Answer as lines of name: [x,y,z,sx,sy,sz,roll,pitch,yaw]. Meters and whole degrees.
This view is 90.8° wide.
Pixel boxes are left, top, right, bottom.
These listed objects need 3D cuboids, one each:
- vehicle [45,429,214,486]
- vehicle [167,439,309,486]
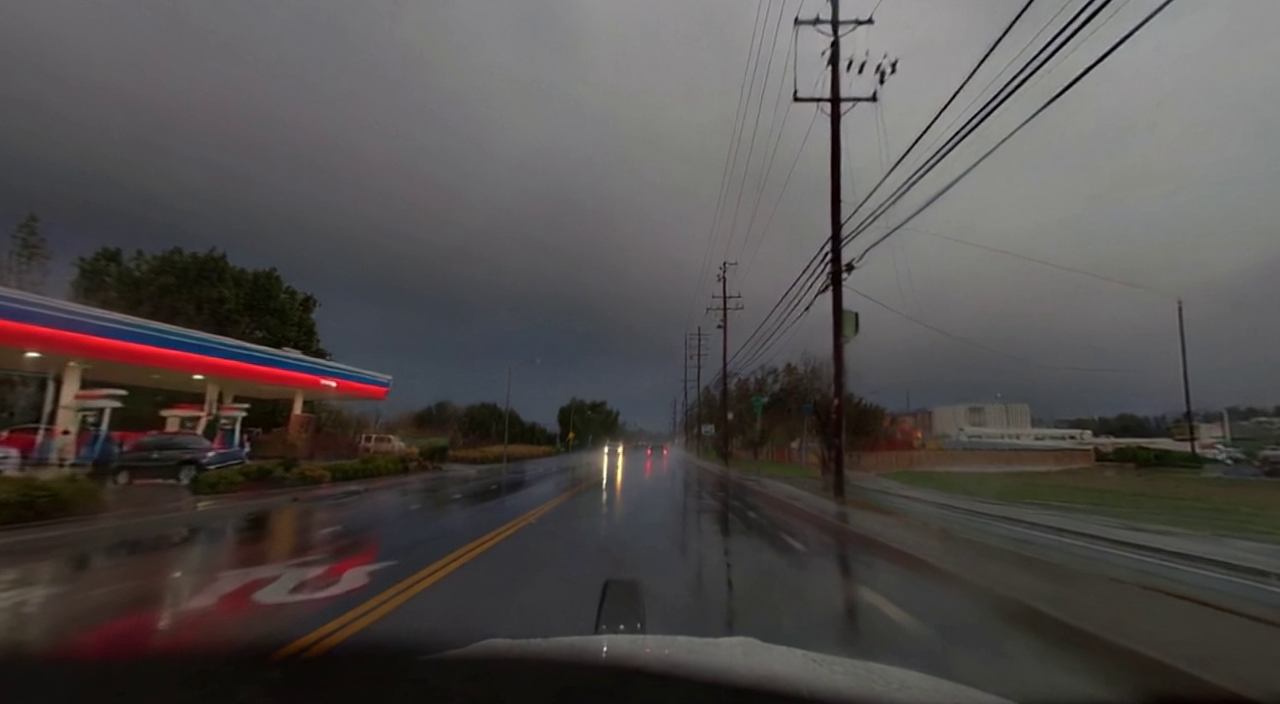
vehicle: [-16.883,3.490,21.243,1.928,1.708,4.344,0,-8,2]
vehicle: [-13.765,3.776,22.036,1.947,1.435,4.606,0,-8,-1]
